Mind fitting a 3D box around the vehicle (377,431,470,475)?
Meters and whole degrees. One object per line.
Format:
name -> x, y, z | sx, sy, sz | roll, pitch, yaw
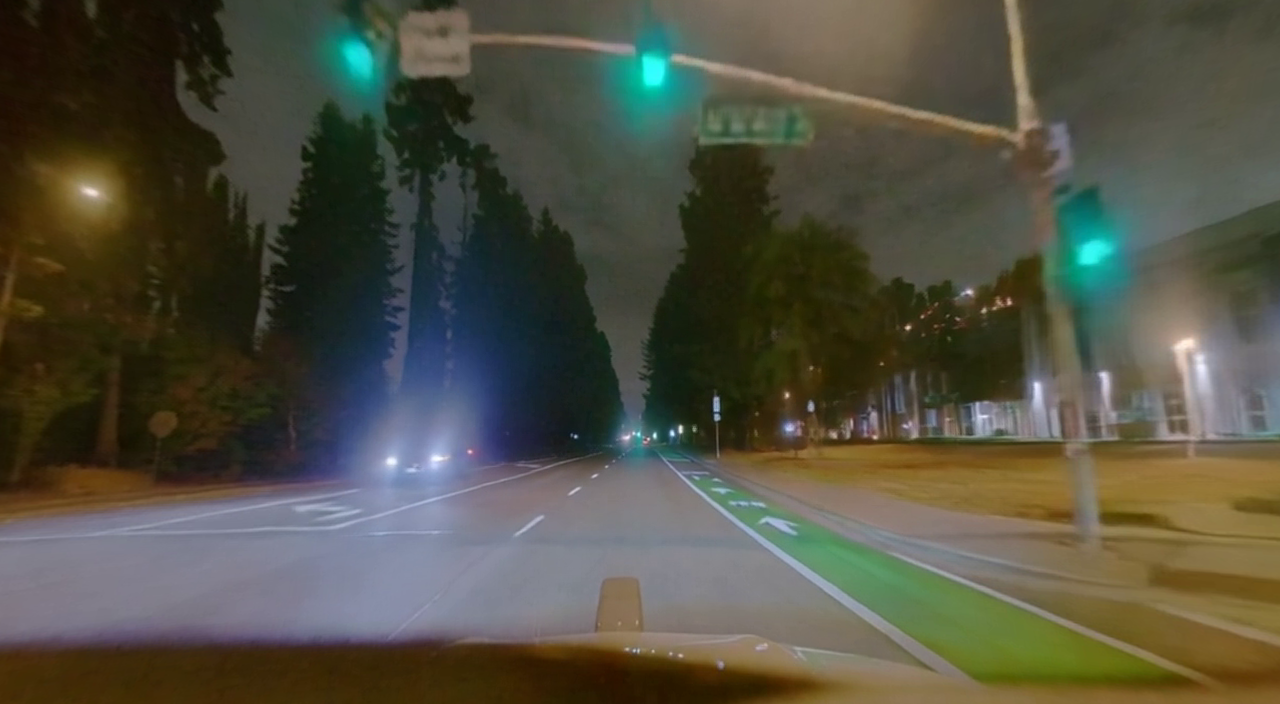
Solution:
vehicle -> -9.406, 4.465, 28.005 | 2.248, 1.761, 4.918 | 0, -9, 2
